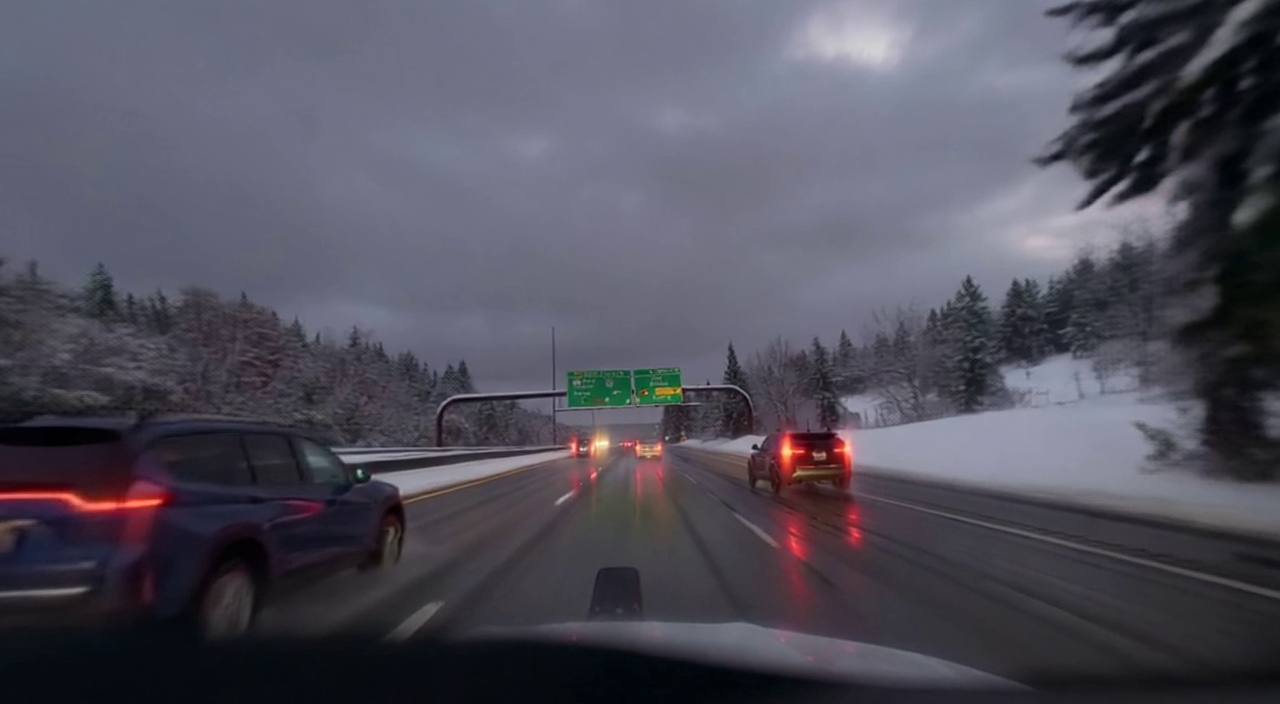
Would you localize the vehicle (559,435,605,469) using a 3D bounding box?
[{"bbox_3d":[-3.082,5.434,34.309,2.044,1.682,4.201,-1,-8,1],"label":"vehicle"}]

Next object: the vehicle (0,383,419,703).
[{"bbox_3d":[-3.453,1.222,4.504,2.066,1.561,4.495,0,-8,0],"label":"vehicle"}]

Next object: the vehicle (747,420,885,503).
[{"bbox_3d":[4.050,2.605,15.297,2.025,1.707,4.279,0,-8,-1],"label":"vehicle"}]

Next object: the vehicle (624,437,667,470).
[{"bbox_3d":[0.278,5.146,31.884,2.049,1.542,3.816,0,-8,1],"label":"vehicle"}]
